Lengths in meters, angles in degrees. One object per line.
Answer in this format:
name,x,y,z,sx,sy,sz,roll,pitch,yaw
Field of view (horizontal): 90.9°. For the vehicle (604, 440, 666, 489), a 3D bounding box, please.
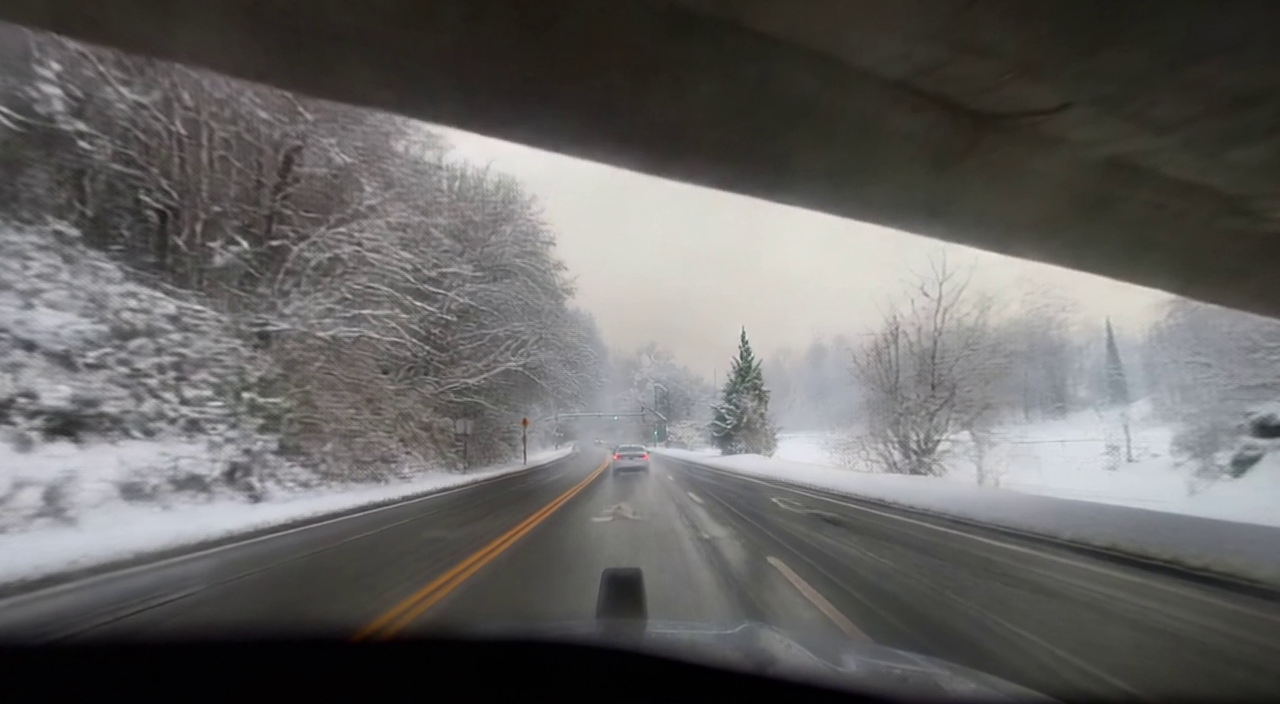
vehicle,-0.188,3.988,22.573,2.037,1.601,3.643,0,-9,-1
